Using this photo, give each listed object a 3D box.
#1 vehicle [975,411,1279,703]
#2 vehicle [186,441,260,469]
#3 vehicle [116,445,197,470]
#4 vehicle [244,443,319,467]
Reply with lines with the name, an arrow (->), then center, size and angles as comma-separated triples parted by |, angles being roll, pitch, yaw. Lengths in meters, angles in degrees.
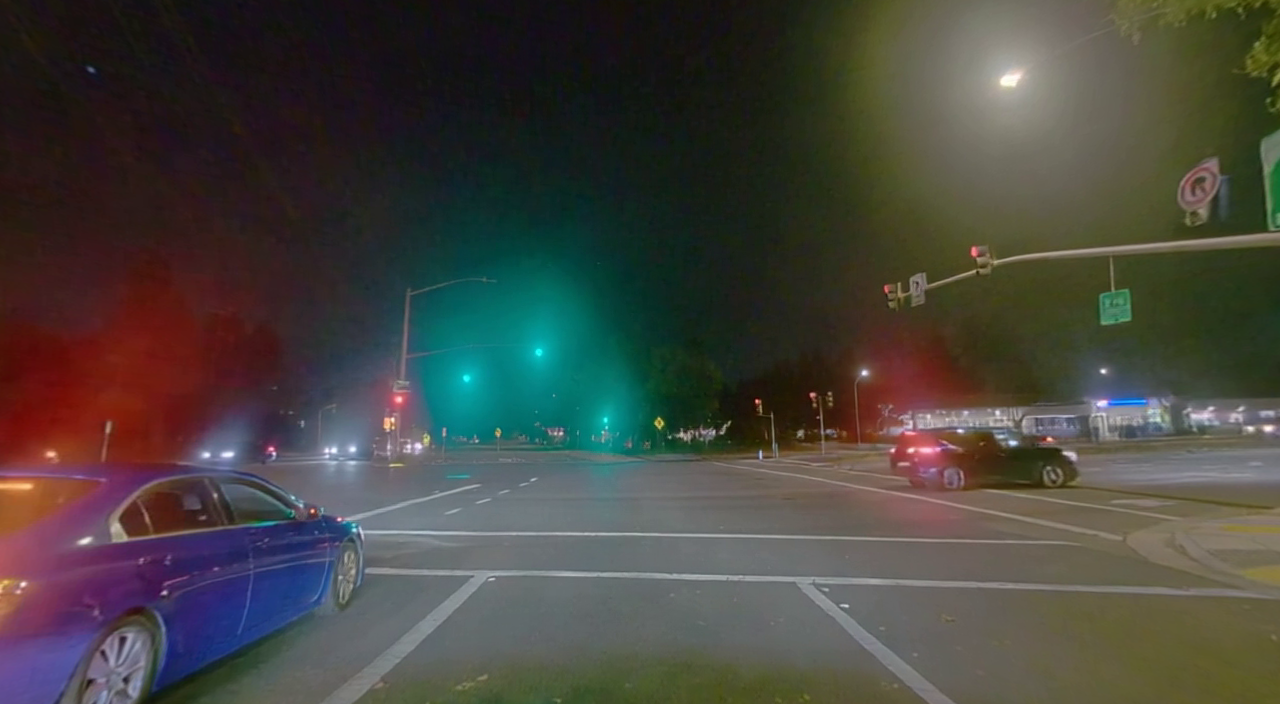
vehicle -> 4.116, 1.067, 3.305 | 1.940, 1.487, 4.562 | 0, -8, -4
vehicle -> -27.160, 6.698, 41.212 | 1.886, 1.694, 4.420 | 0, -8, -2
vehicle -> -34.099, 7.427, 44.610 | 2.079, 1.681, 4.675 | 0, -8, -2
vehicle -> -23.205, 6.657, 41.012 | 2.206, 1.447, 4.697 | 0, -8, -2
